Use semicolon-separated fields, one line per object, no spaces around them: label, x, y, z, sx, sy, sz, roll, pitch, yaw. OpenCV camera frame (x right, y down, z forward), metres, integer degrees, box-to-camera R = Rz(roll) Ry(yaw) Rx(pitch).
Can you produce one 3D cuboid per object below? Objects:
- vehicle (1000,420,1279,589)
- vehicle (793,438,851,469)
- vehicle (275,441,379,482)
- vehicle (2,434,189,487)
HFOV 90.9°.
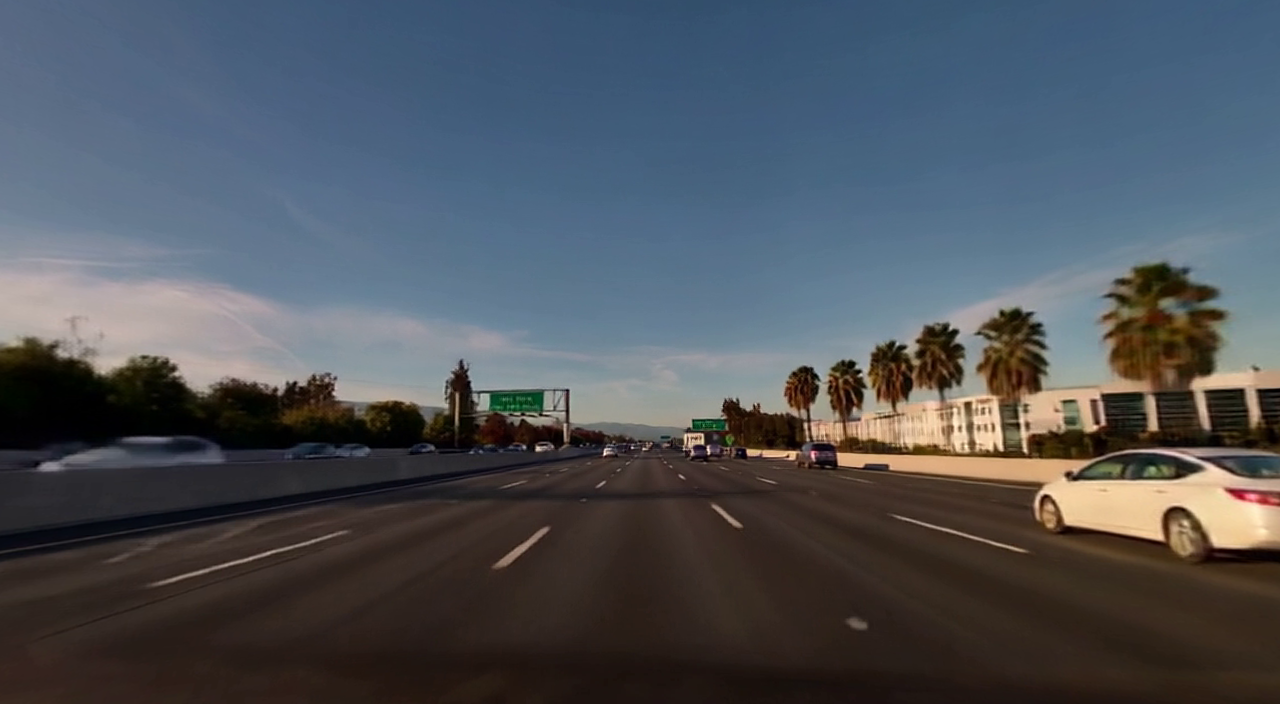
vehicle;6.955;1.721;7.957;2.071;1.543;4.702;0;-8;1
vehicle;11.503;6.431;40.216;2.168;1.861;4.678;0;-8;-1
vehicle;-12.313;4.317;25.159;1.866;1.446;4.246;0;-8;1
vehicle;-17.741;3.553;20.946;1.946;1.547;4.634;-1;-8;3
